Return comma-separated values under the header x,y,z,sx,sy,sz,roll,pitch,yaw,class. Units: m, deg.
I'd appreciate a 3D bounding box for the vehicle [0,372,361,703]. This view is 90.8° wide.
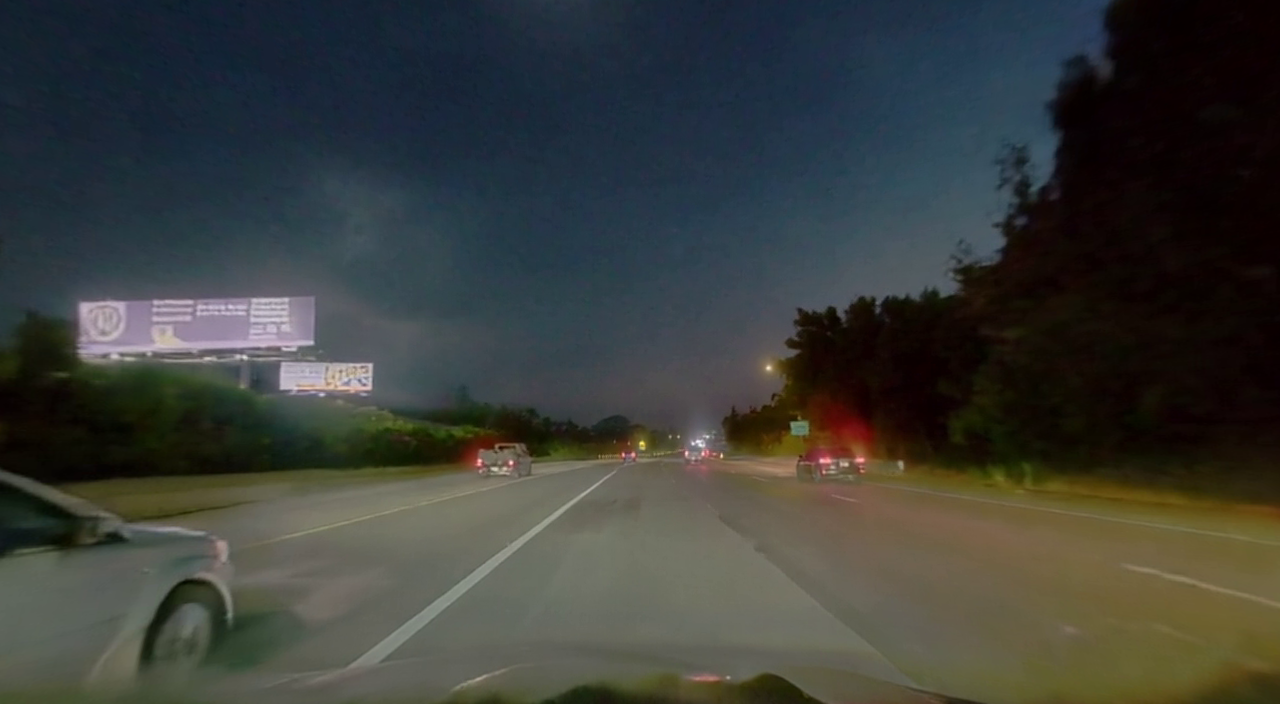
x,y,z,sx,sy,sz,roll,pitch,yaw,class
-3.200,0.870,2.432,2.192,1.482,4.454,0,-9,0,vehicle

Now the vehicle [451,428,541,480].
x,y,z,sx,sy,sz,roll,pitch,yaw,class
-6.167,4.487,27.982,2.383,2.048,5.875,0,-9,2,vehicle

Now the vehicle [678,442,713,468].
x,y,z,sx,sy,sz,roll,pitch,yaw,class
4.031,7.567,46.675,2.211,1.814,4.404,0,-9,0,vehicle
